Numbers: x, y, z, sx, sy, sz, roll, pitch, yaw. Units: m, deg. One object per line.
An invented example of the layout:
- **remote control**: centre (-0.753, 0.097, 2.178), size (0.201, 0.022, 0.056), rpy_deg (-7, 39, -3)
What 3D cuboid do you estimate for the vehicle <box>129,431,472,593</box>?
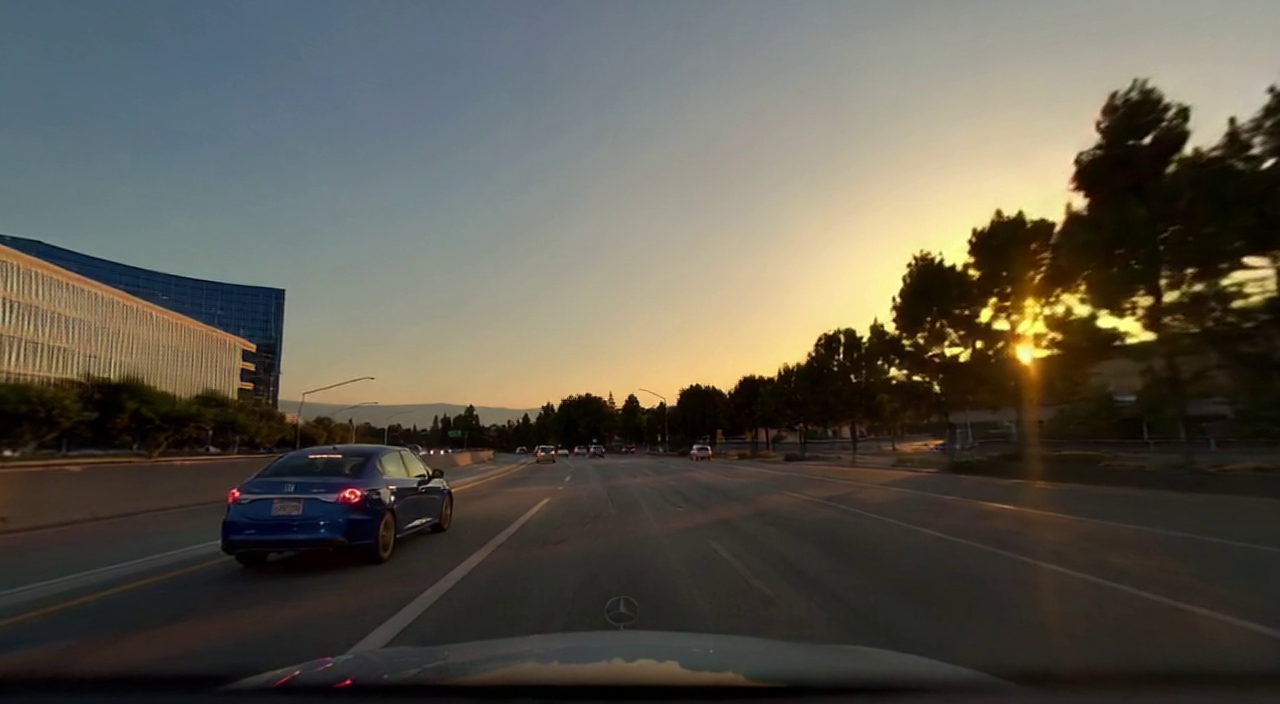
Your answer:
- **vehicle**: centre (-3.726, 1.811, 8.091), size (2.018, 1.476, 4.364), rpy_deg (0, -9, -1)
